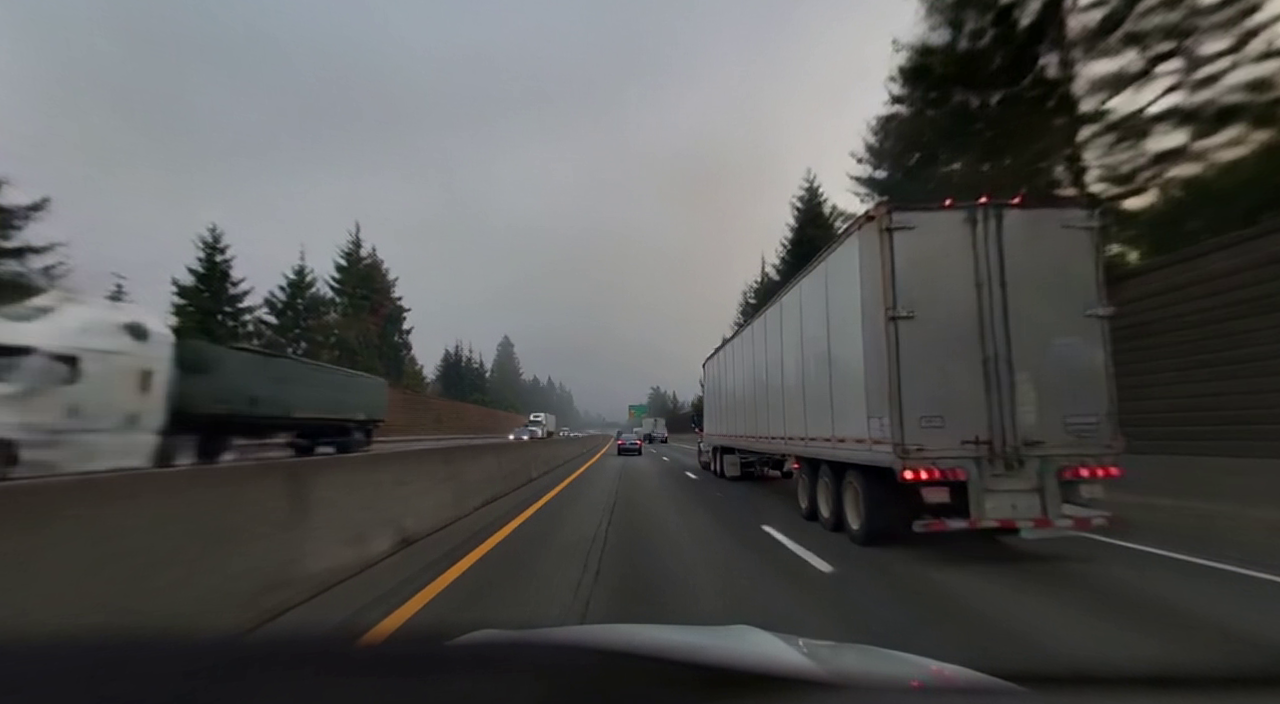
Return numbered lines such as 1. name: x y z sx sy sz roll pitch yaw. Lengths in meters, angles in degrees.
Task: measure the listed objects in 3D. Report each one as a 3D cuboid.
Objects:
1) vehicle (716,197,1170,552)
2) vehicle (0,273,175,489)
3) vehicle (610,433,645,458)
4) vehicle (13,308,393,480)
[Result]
1. vehicle: 4.209 1.091 14.060 2.953 4.045 13.843 0 -8 -1
2. vehicle: -12.935 0.707 13.601 3.405 4.213 2.708 0 -8 -1
3. vehicle: -0.799 5.878 39.955 2.119 1.480 4.000 0 -8 -1
4. vehicle: -13.069 1.909 22.029 3.380 4.082 14.183 0 -8 -1
